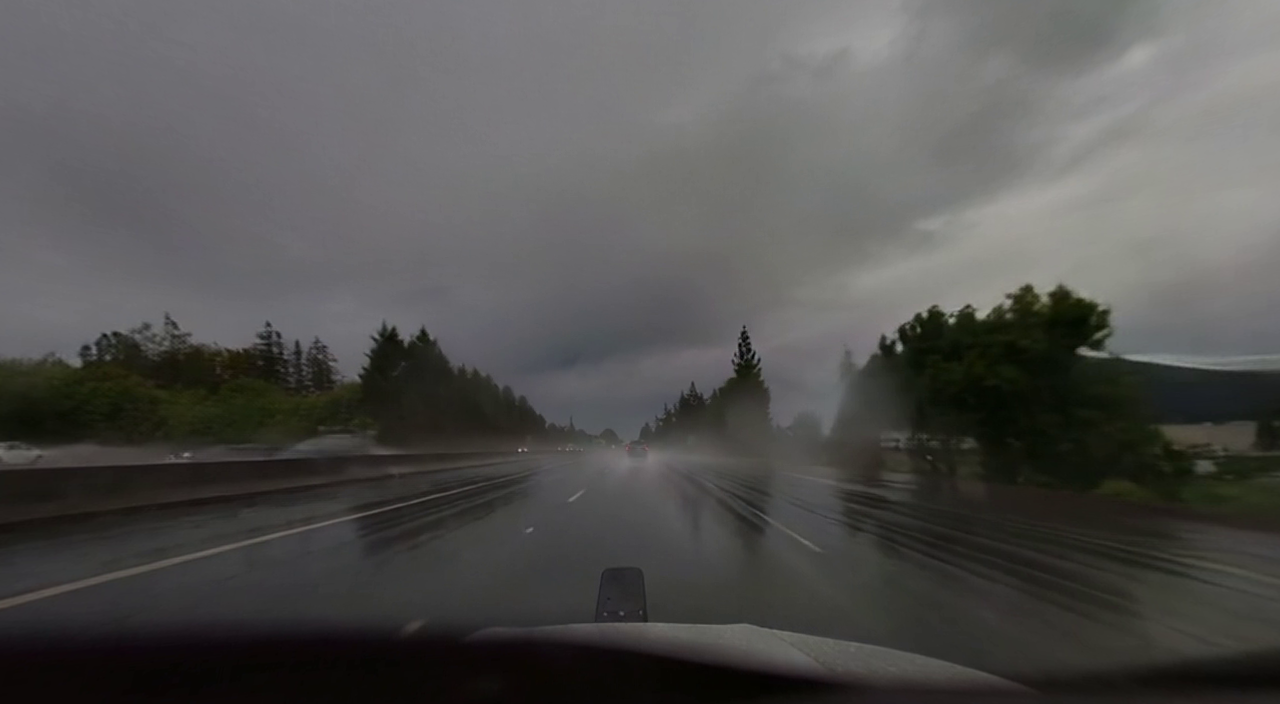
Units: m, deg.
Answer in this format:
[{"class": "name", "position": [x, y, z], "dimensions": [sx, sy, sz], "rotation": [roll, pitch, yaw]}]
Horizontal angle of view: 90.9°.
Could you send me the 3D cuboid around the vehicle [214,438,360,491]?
[{"class": "vehicle", "position": [-11.344, 3.637, 20.744], "dimensions": [2.046, 1.505, 4.745], "rotation": [0, -9, 0]}]
